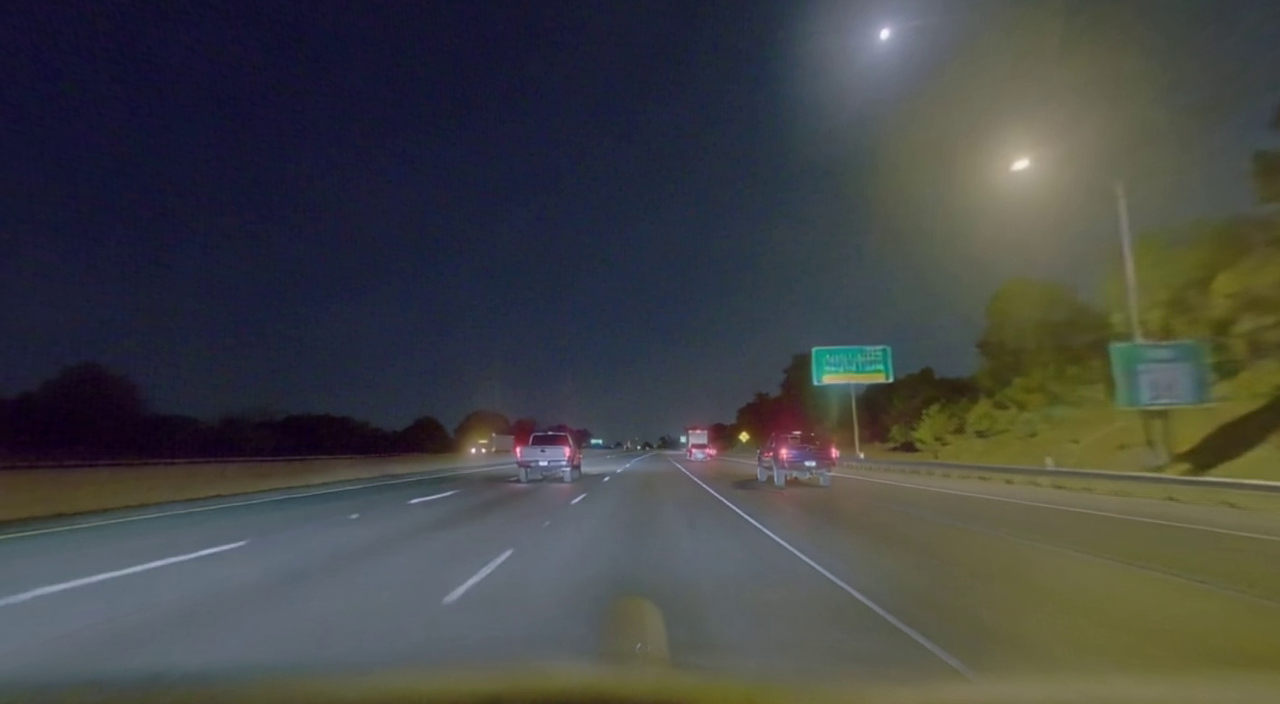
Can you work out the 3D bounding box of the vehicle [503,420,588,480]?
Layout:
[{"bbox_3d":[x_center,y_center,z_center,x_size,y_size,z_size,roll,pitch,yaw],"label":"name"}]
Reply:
[{"bbox_3d":[-3.785,4.159,26.789,2.496,2.203,6.317,0,-9,1],"label":"vehicle"}]

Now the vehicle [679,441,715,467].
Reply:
[{"bbox_3d":[3.827,6.901,42.825,2.095,1.668,4.135,0,-9,1],"label":"vehicle"}]
